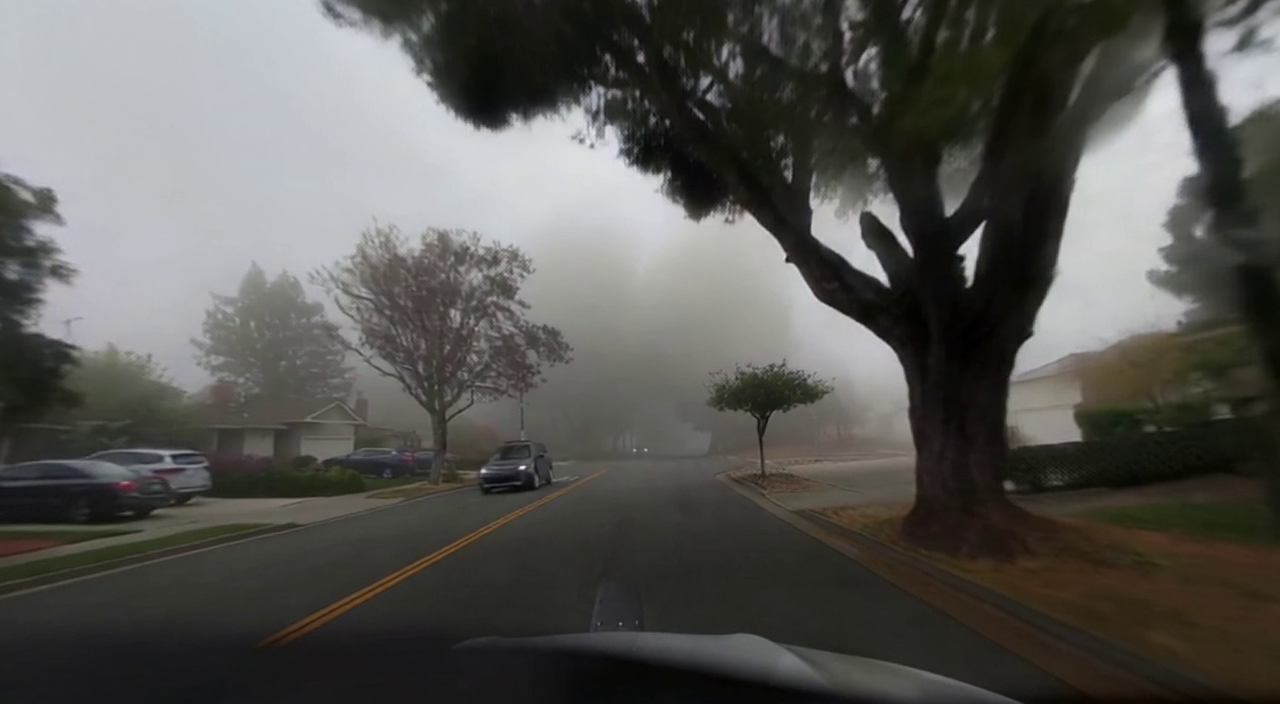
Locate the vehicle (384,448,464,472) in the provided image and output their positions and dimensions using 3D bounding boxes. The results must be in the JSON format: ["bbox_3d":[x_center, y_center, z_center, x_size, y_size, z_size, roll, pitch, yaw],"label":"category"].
[{"bbox_3d":[-13.788,6.878,40.386,4.370,1.482,1.926,-1,-9,5],"label":"vehicle"}]

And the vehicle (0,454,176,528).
[{"bbox_3d":[-13.768,3.100,14.394,4.703,1.487,2.002,1,-9,-2],"label":"vehicle"}]

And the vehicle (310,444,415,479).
[{"bbox_3d":[-13.745,5.436,31.499,4.237,1.687,1.970,0,-9,-2],"label":"vehicle"}]

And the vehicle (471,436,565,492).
[{"bbox_3d":[-4.095,3.845,22.038,2.131,1.731,4.533,-1,-9,3],"label":"vehicle"}]
